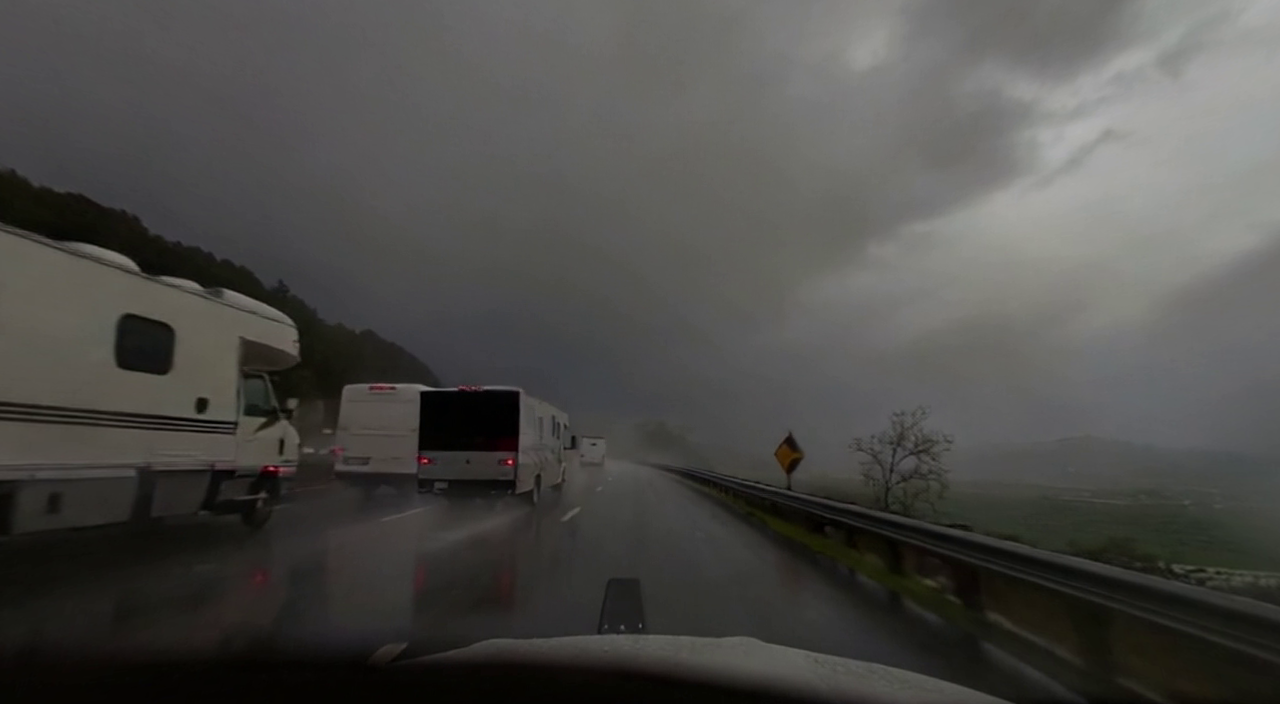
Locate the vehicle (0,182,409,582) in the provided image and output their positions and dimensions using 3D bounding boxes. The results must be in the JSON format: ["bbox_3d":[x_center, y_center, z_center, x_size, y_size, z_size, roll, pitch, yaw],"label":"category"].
[{"bbox_3d":[-8.026,1.001,10.769,2.929,4.010,14.446,0,-9,-1],"label":"vehicle"}]

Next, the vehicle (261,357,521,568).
[{"bbox_3d":[-3.424,1.637,9.705,2.331,2.583,3.743,0,-9,1],"label":"vehicle"}]
